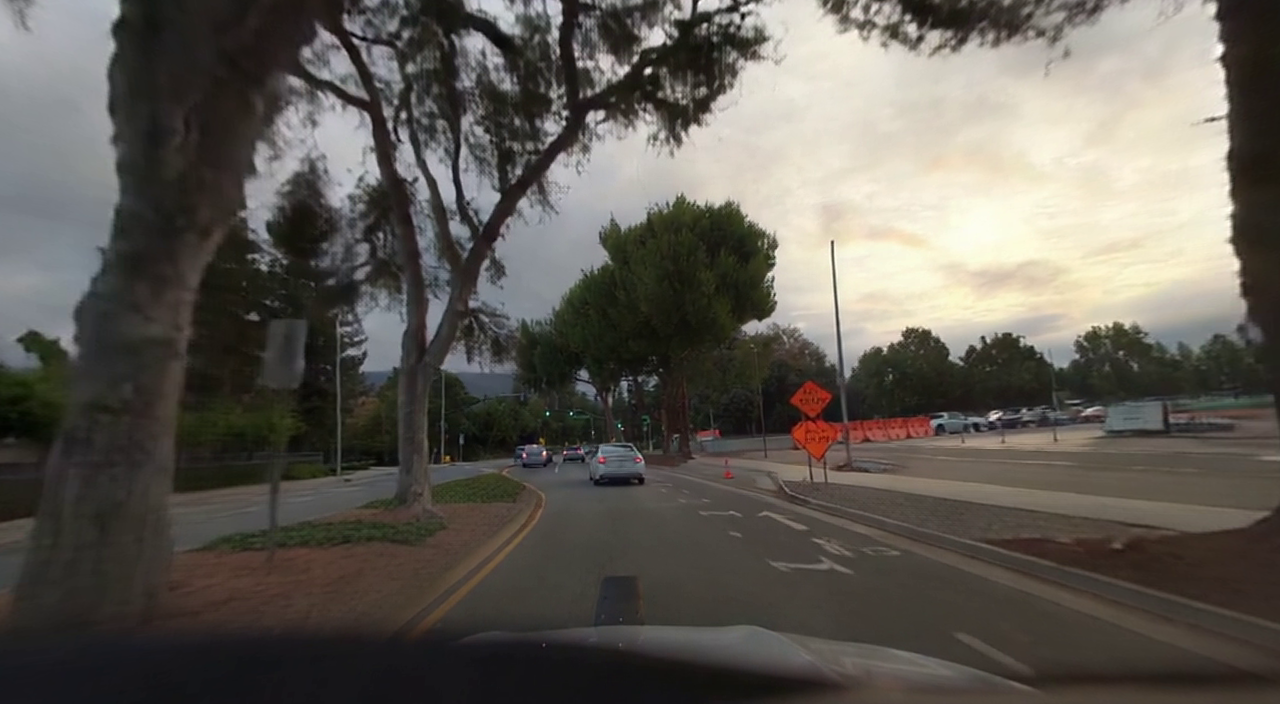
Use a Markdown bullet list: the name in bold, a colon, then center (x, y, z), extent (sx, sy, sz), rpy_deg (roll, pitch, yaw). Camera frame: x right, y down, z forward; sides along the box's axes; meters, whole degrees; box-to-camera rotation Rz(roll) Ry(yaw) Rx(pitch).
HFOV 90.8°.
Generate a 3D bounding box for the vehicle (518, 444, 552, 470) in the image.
- **vehicle**: center (-7.083, 7.151, 43.113), extent (2.077, 1.665, 4.206), rpy_deg (1, -9, -7)

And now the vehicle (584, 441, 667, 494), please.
- **vehicle**: center (-0.596, 3.698, 20.661), extent (2.266, 1.508, 4.430), rpy_deg (1, -9, -7)
